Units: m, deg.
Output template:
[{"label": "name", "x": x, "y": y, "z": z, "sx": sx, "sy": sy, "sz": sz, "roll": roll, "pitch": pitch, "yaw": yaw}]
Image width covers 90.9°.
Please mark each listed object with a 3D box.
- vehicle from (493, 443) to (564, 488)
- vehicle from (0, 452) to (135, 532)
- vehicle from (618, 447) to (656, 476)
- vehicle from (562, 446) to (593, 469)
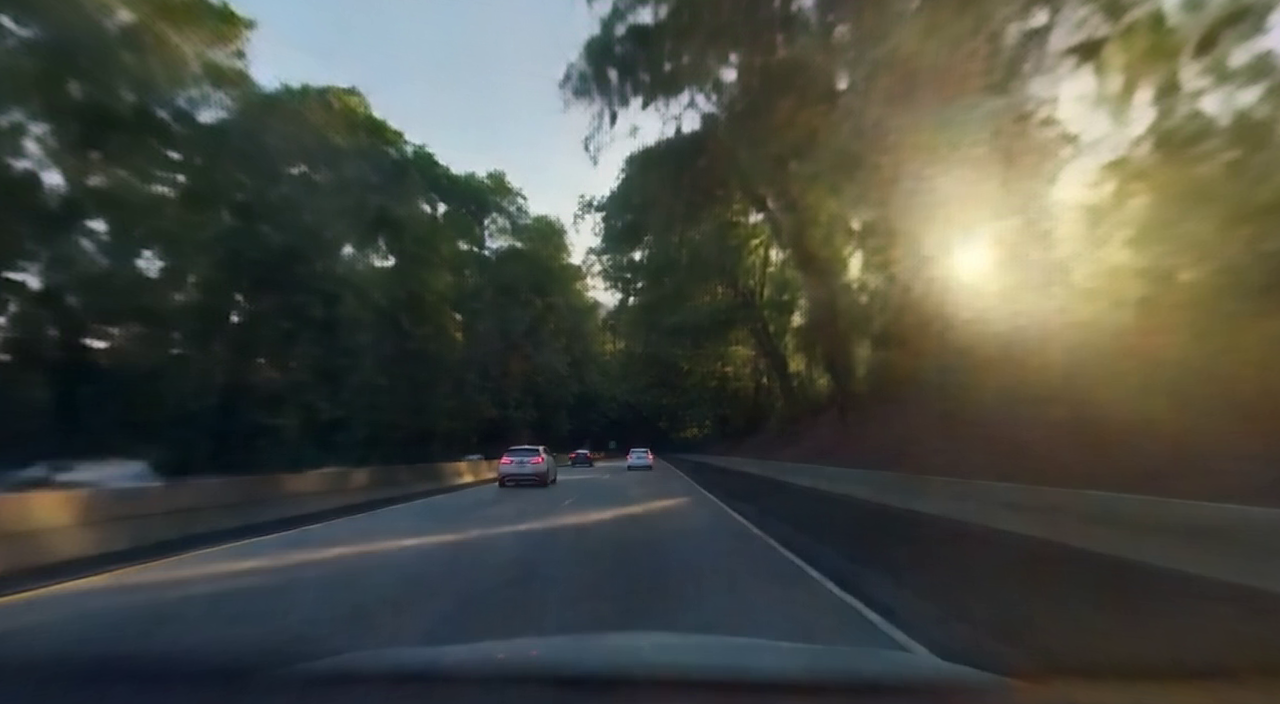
[{"label": "vehicle", "x": -4.149, "y": 4.302, "z": 24.114, "sx": 1.978, "sy": 1.538, "sz": 3.755, "roll": 0, "pitch": -9, "yaw": 1}, {"label": "vehicle", "x": -12.773, "y": 2.767, "z": 12.716, "sx": 1.761, "sy": 1.468, "sz": 4.061, "roll": 0, "pitch": -9, "yaw": 0}, {"label": "vehicle", "x": -0.153, "y": 5.995, "z": 34.801, "sx": 2.001, "sy": 1.490, "sz": 3.914, "roll": 0, "pitch": -9, "yaw": 0}, {"label": "vehicle", "x": -4.536, "y": 7.732, "z": 46.156, "sx": 1.834, "sy": 1.615, "sz": 3.624, "roll": 0, "pitch": -9, "yaw": 0}]
